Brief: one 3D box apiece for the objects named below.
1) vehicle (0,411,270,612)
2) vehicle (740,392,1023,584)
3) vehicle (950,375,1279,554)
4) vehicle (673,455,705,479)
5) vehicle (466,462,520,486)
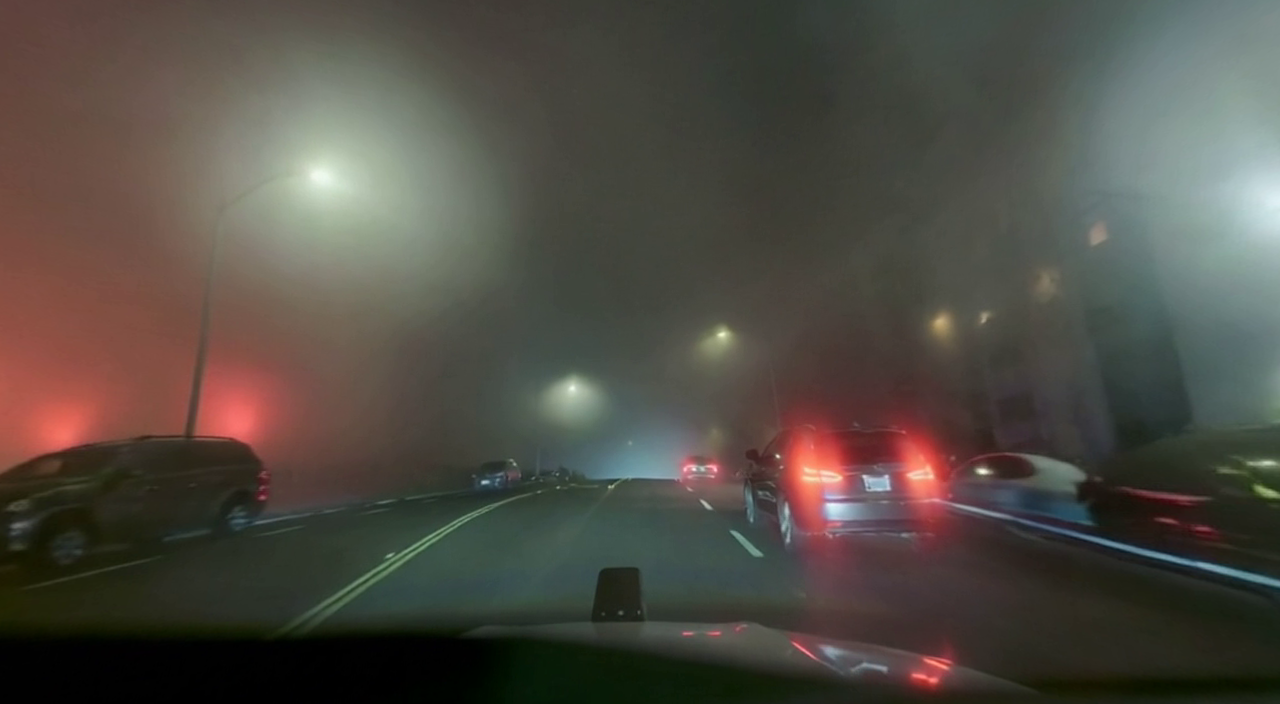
[{"bbox_3d":[-8.103,2.096,9.180,2.100,2.227,5.094,-1,-8,3],"label":"vehicle"},{"bbox_3d":[2.708,1.642,8.401,1.995,1.858,4.333,0,-8,0],"label":"vehicle"},{"bbox_3d":[5.789,1.566,7.421,1.815,1.220,5.003,-6,-20,0],"label":"vehicle"},{"bbox_3d":[3.719,8.773,48.365,2.196,1.655,3.939,0,-8,2],"label":"vehicle"},{"bbox_3d":[-9.198,7.678,39.927,2.118,1.305,4.687,-2,-9,2],"label":"vehicle"}]
